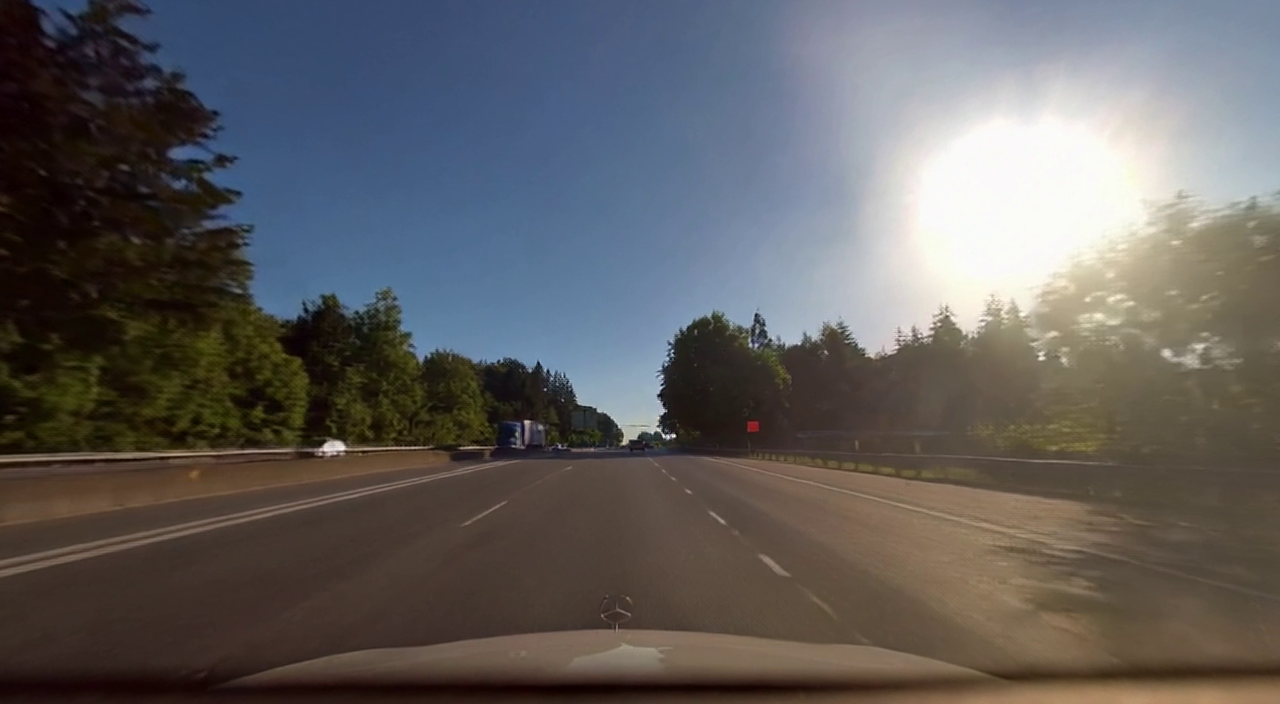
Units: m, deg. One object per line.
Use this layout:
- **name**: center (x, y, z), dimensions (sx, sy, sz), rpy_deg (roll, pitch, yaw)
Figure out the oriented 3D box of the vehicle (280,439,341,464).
- **vehicle**: center (-21.332, 6.430, 40.951), dimensions (1.862, 1.476, 3.886), rpy_deg (0, -7, 0)
